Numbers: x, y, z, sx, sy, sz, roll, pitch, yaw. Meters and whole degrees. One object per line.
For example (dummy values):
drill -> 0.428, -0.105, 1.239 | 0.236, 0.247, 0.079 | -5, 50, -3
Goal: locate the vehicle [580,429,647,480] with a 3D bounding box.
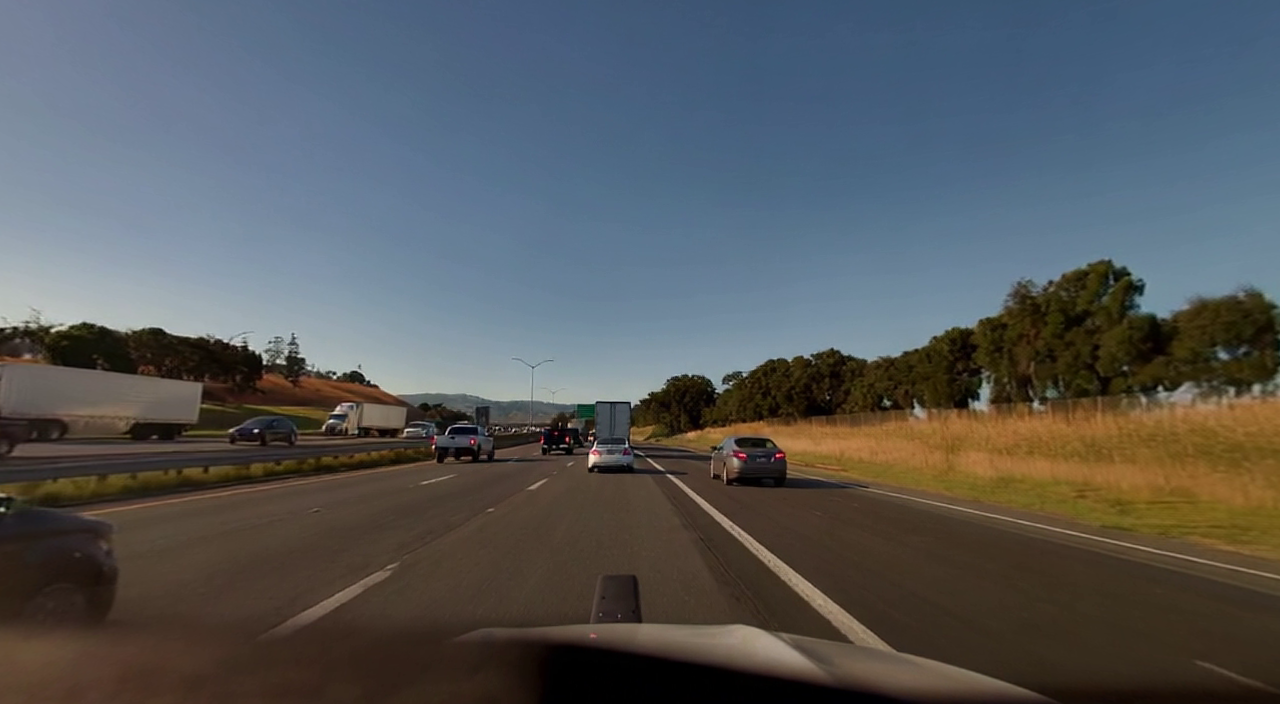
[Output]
vehicle -> -0.861, 3.281, 20.520 | 1.980, 1.478, 3.758 | 0, -8, -2

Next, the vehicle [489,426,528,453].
vehicle -> -9.463, 6.359, 45.590 | 1.992, 1.838, 4.493 | 0, -8, -2

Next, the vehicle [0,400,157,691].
vehicle -> -4.227, 0.871, 2.299 | 1.916, 1.476, 3.782 | 0, -8, -1

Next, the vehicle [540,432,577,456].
vehicle -> -5.434, 6.170, 42.369 | 2.046, 1.493, 4.384 | 0, -8, -2

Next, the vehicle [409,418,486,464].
vehicle -> -8.728, 4.102, 29.012 | 2.158, 1.943, 4.662 | 0, -8, -1

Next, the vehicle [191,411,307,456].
vehicle -> -15.449, 3.263, 25.159 | 1.993, 1.617, 4.277 | 0, -8, -2

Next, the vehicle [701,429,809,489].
vehicle -> 3.059, 2.945, 17.773 | 1.981, 1.474, 4.396 | 0, -8, -3
